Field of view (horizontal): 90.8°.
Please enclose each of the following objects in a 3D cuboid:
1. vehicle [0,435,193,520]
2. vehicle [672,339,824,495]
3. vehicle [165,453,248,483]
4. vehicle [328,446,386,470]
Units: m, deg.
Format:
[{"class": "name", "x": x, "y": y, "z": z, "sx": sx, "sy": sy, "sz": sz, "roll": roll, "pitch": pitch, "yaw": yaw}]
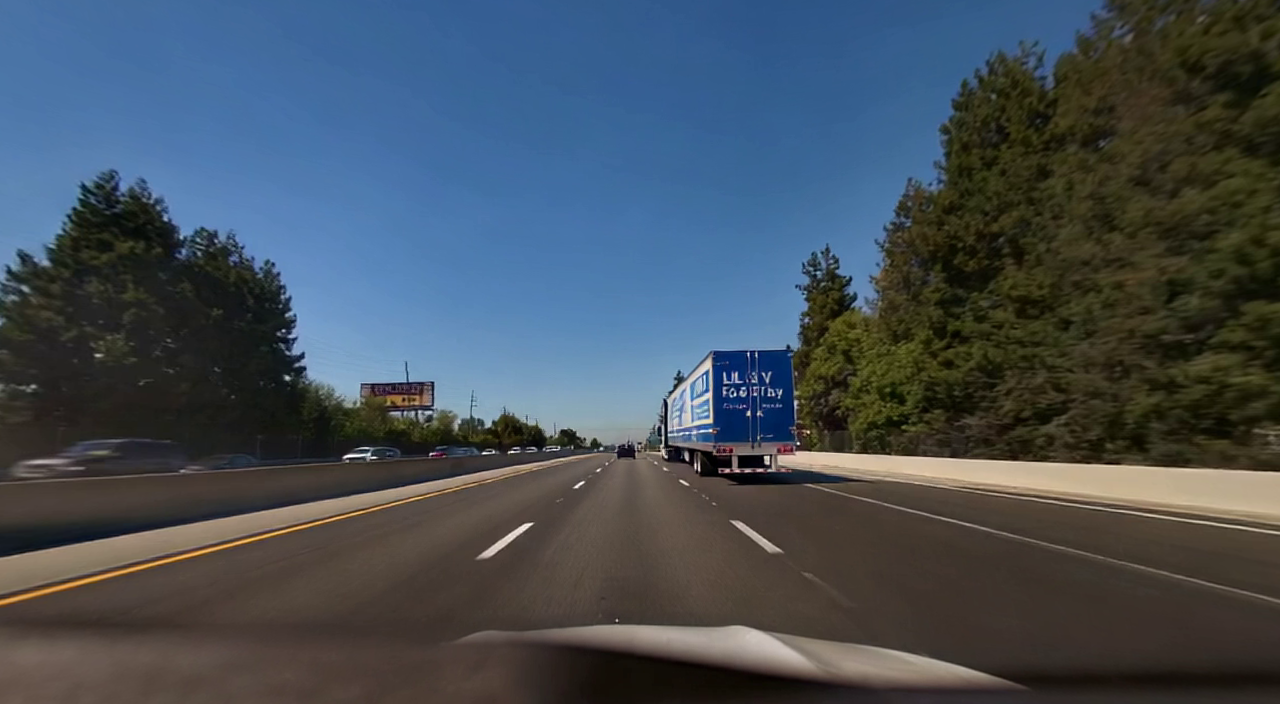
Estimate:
[{"class": "vehicle", "x": -10.189, "y": 2.248, "z": 11.700, "sx": 1.525, "sy": 1.342, "sz": 3.168, "roll": 0, "pitch": -9, "yaw": -2}, {"class": "vehicle", "x": 3.424, "y": 3.063, "z": 26.265, "sx": 2.891, "sy": 4.387, "sz": 17.121, "roll": 0, "pitch": -9, "yaw": -2}, {"class": "vehicle", "x": -22.149, "y": 5.917, "z": 32.455, "sx": 1.761, "sy": 1.356, "sz": 3.623, "roll": 0, "pitch": -9, "yaw": -3}, {"class": "vehicle", "x": -18.692, "y": 6.998, "z": 41.941, "sx": 1.957, "sy": 1.484, "sz": 4.188, "roll": 0, "pitch": -9, "yaw": -2}]
